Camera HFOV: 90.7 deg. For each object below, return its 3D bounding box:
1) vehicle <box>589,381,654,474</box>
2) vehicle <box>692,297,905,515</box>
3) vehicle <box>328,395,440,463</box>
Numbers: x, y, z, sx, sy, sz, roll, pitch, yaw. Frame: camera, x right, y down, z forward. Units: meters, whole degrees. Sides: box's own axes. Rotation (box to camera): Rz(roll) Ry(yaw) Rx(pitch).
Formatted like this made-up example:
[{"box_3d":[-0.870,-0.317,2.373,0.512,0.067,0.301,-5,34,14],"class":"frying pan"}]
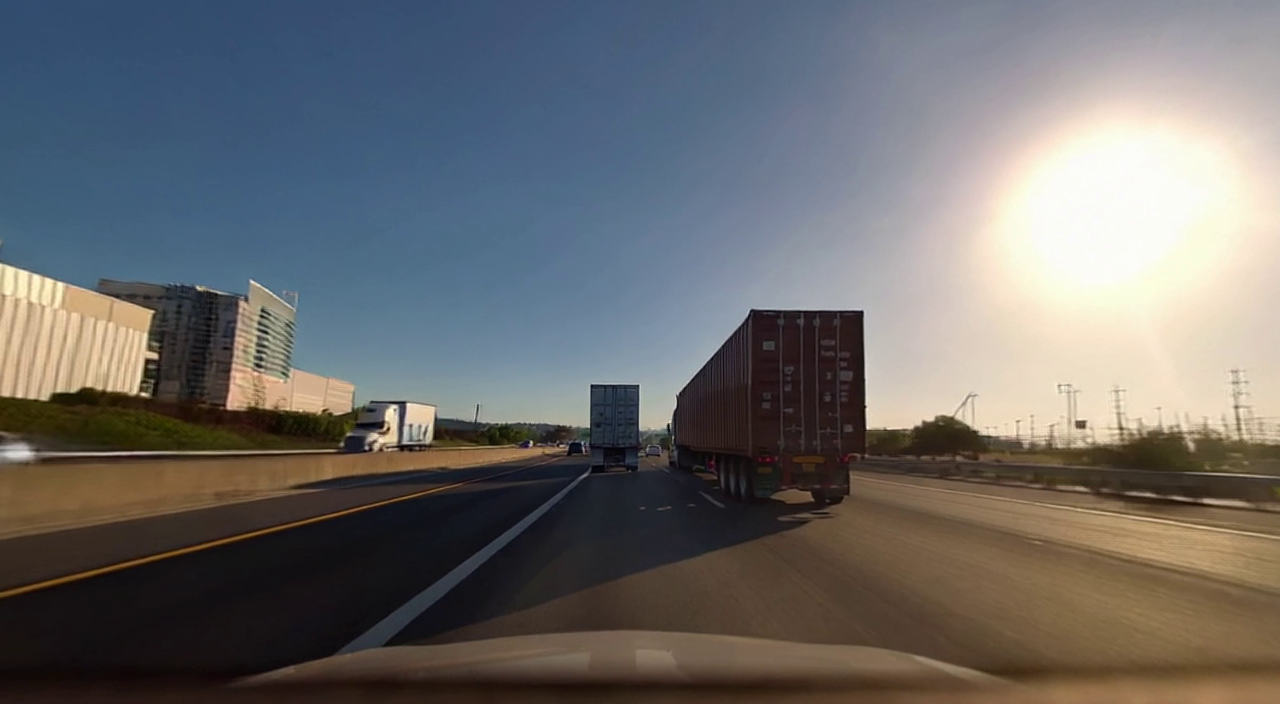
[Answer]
[{"box_3d":[-0.808,4.210,33.936,2.841,4.071,12.046,-1,-9,0],"class":"vehicle"},{"box_3d":[3.450,1.906,18.215,2.803,4.072,12.744,0,-9,0],"class":"vehicle"},{"box_3d":[-17.291,5.579,44.261,2.829,4.021,13.010,0,-9,-2],"class":"vehicle"}]
